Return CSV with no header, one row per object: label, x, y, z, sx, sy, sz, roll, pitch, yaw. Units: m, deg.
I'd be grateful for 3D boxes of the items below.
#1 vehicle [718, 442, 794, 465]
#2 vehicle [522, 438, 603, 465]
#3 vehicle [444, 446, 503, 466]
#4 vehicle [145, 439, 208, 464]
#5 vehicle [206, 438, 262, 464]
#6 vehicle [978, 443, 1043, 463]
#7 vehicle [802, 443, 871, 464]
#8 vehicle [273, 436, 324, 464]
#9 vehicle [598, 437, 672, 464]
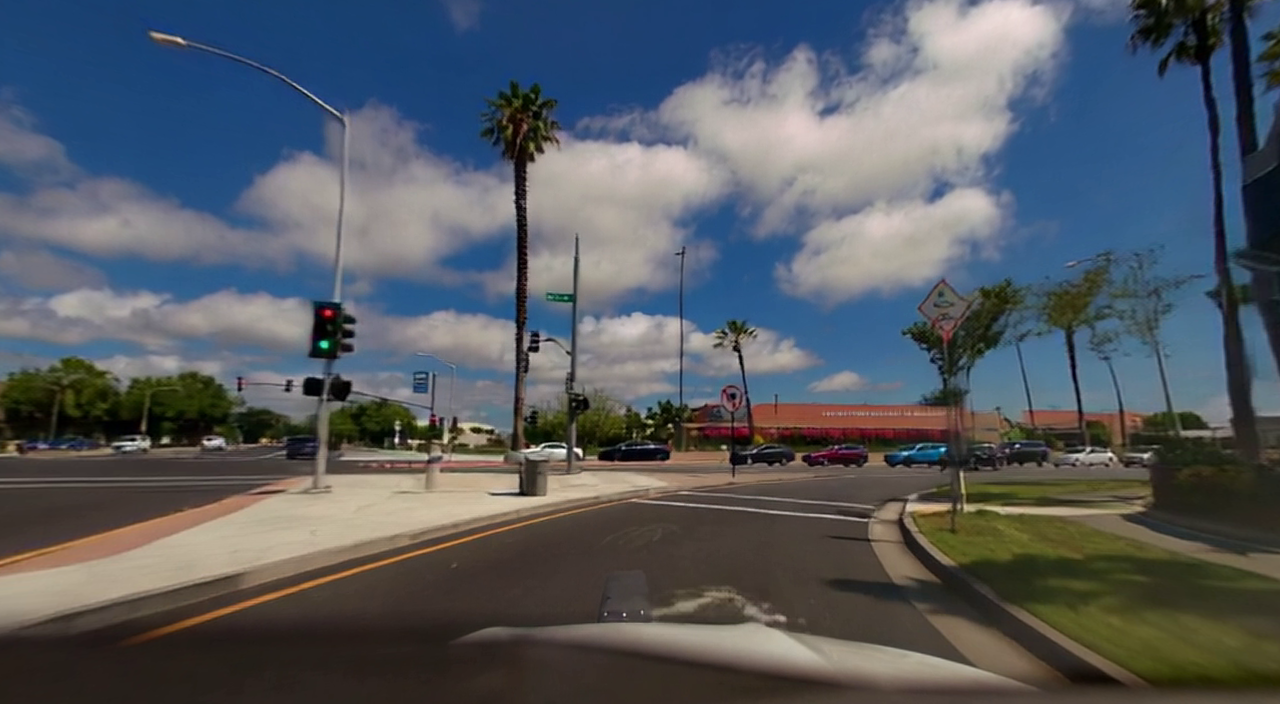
vehicle,8.420,7.415,45.772,5.112,1.593,1.865,2,-11,-17
vehicle,-4.779,6.158,38.614,4.648,1.501,1.862,4,-10,-17
vehicle,-13.246,8.252,49.770,4.389,1.502,1.794,3,-9,-17
vehicle,-29.502,6.345,40.075,1.900,1.462,4.225,3,-9,-18
vehicle,-26.519,6.490,41.122,1.977,1.584,3.983,3,-9,-17
vehicle,29.205,7.958,49.486,4.356,1.543,1.844,3,-9,-17
vehicle,15.031,7.760,48.020,4.774,1.493,1.854,3,-9,-18
vehicle,-23.105,6.658,42.648,2.114,1.784,4.450,3,-9,-17
vehicle,-0.350,6.747,43.061,4.713,1.664,1.909,2,-10,-18
